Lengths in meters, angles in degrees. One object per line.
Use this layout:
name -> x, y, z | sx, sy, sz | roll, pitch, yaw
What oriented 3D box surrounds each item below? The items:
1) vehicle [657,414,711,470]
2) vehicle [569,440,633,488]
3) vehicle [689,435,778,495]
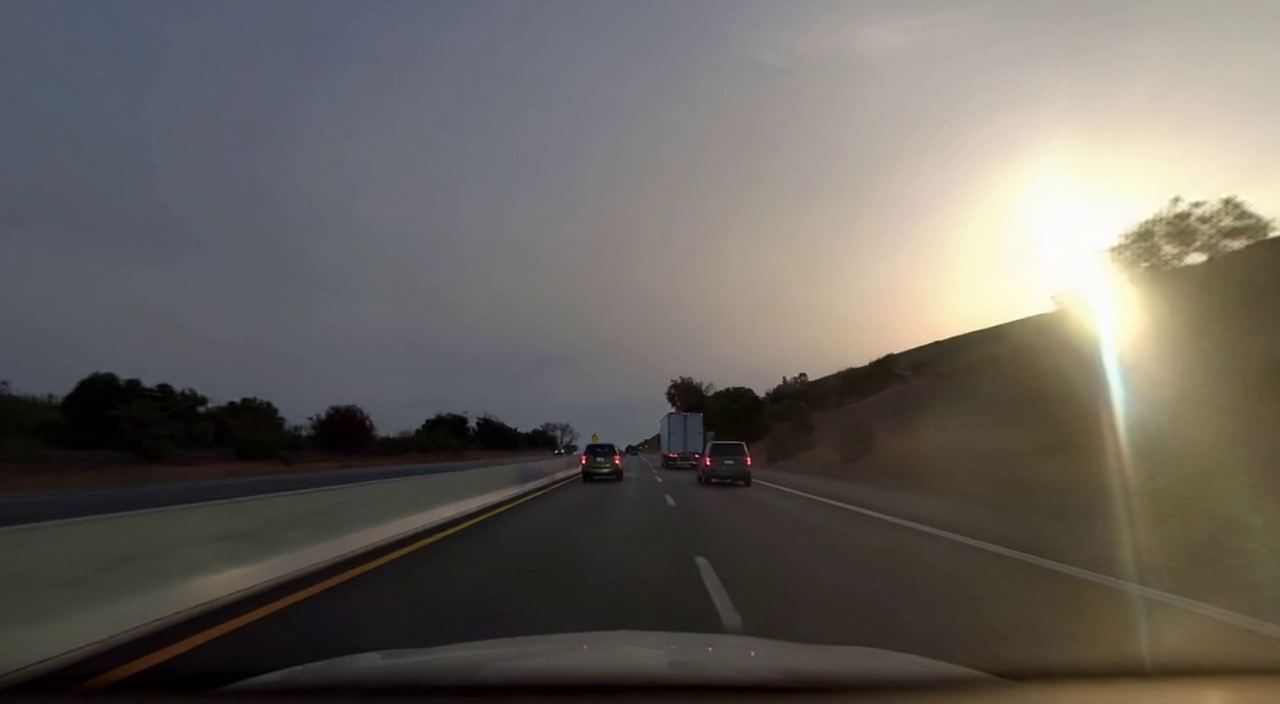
vehicle -> 3.241, 7.082, 49.093 | 3.143, 3.880, 10.117 | 0, -9, -2
vehicle -> -1.386, 4.309, 24.387 | 2.181, 1.653, 4.691 | 0, -9, 0
vehicle -> 2.861, 3.593, 20.206 | 2.230, 1.715, 4.243 | 0, -9, 0
